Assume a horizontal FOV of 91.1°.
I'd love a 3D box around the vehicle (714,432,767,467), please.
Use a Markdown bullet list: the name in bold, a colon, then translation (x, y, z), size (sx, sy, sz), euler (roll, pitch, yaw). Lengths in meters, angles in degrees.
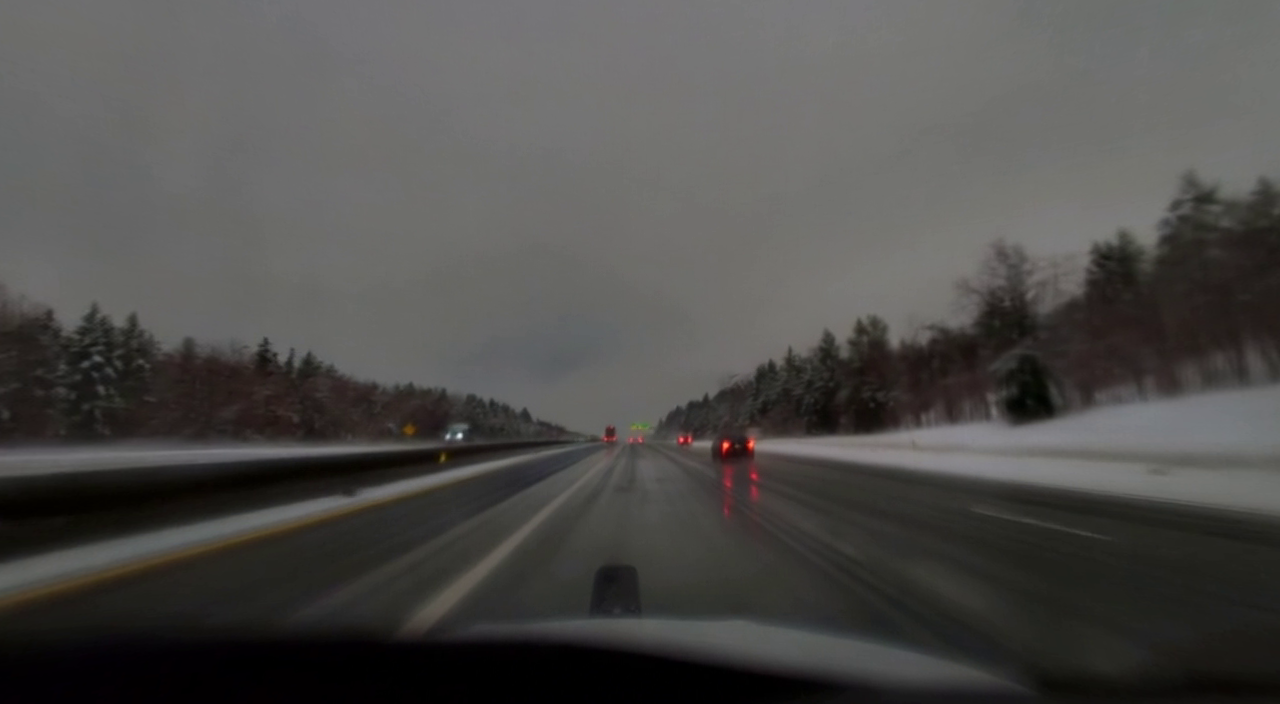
- **vehicle**: translation (4.605, 4.494, 29.248), size (1.802, 1.492, 3.804), euler (0, -8, -1)
